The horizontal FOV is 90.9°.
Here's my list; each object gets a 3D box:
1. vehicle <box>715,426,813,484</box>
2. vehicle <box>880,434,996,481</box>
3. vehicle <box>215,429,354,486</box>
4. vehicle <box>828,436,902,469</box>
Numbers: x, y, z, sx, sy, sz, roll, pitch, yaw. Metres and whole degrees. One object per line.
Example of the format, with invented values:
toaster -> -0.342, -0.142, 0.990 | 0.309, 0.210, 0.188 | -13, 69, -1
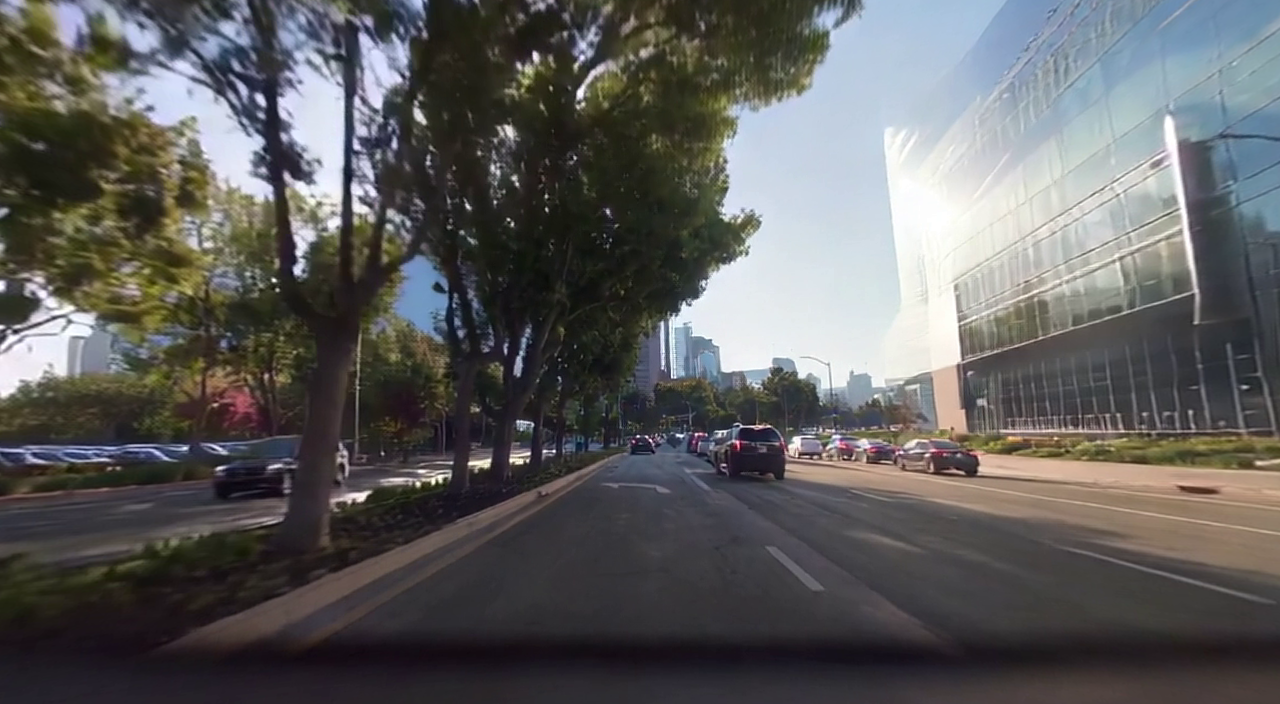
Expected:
vehicle -> 3.923, 3.365, 20.841 | 2.216, 1.675, 4.627 | 0, -9, -1
vehicle -> 10.441, 3.724, 22.531 | 1.840, 1.467, 4.731 | 0, -9, 0
vehicle -> -13.991, 4.182, 25.339 | 2.285, 1.931, 5.530 | -3, -9, 1
vehicle -> 10.680, 4.820, 30.318 | 1.841, 1.471, 4.790 | 0, -9, 0
